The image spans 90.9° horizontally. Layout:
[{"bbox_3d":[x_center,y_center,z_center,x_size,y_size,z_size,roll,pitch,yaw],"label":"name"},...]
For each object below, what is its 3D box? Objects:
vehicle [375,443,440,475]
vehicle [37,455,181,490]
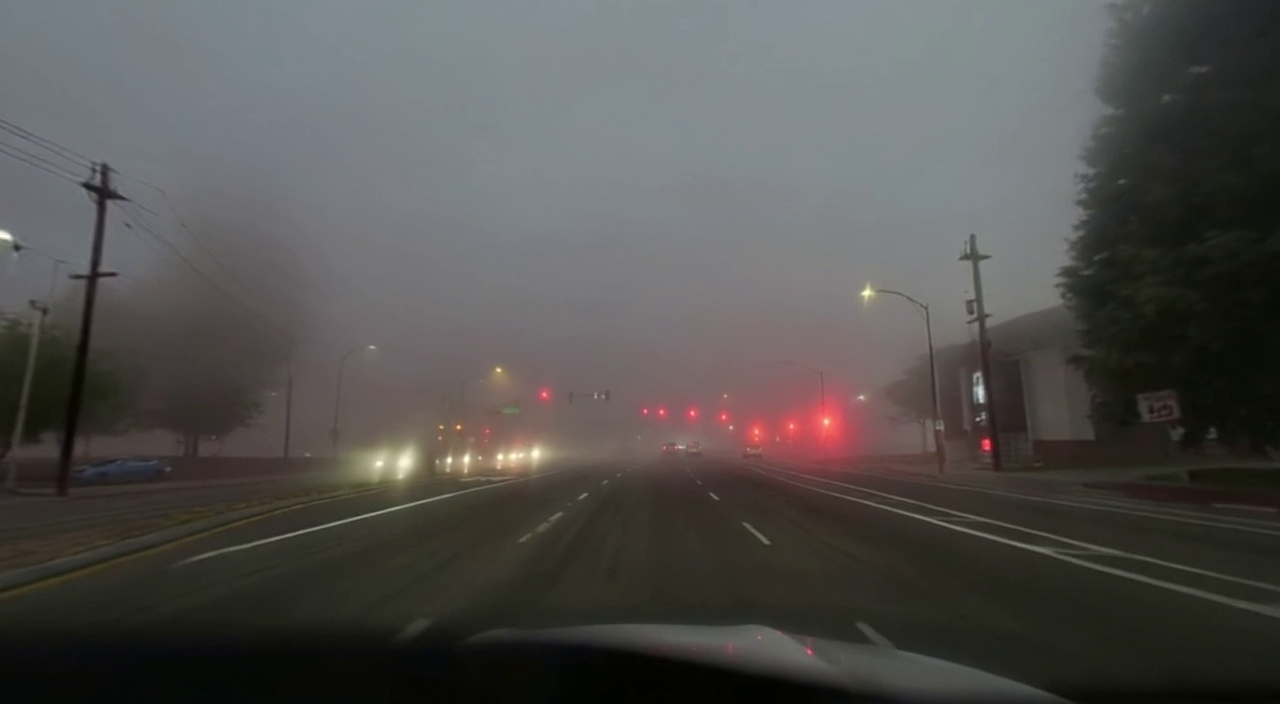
[{"bbox_3d":[-13.366,6.165,36.539,1.940,1.690,4.447,0,-8,2],"label":"vehicle"},{"bbox_3d":[-23.674,5.376,28.254,4.606,1.458,1.837,1,-8,-5],"label":"vehicle"}]
